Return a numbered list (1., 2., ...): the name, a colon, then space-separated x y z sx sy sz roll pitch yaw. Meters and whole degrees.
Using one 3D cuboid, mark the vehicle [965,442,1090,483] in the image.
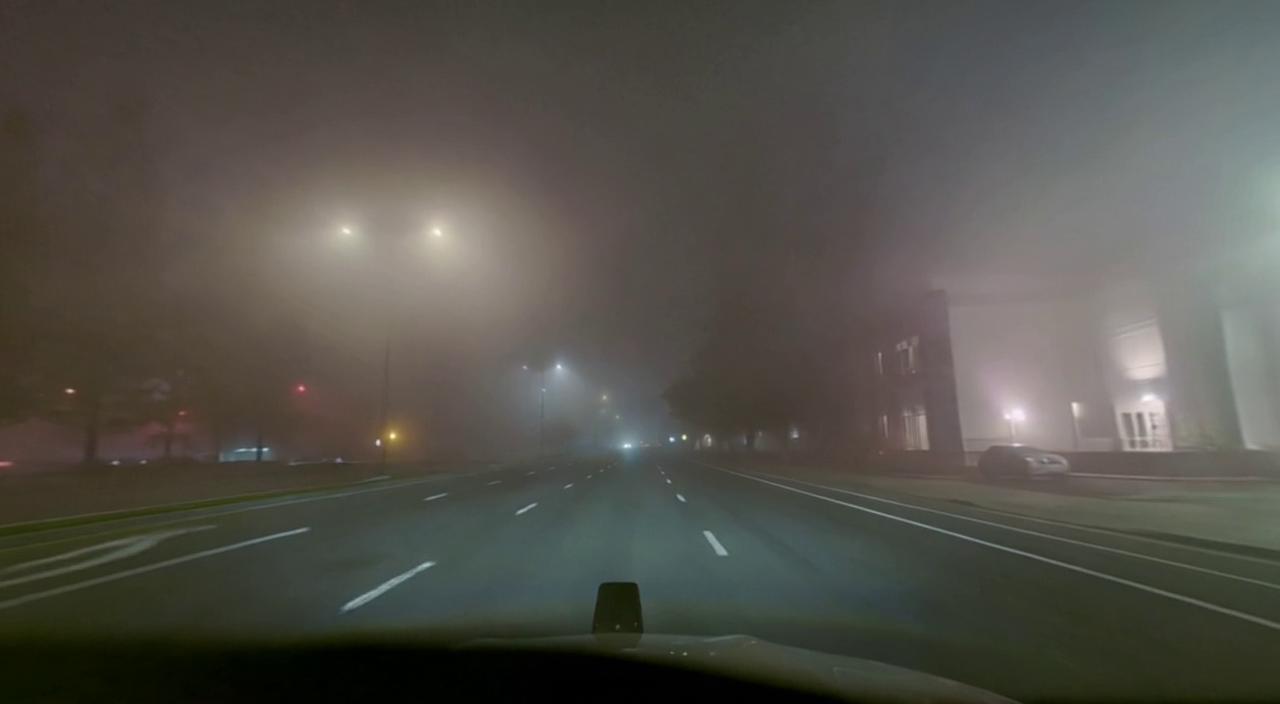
1. vehicle: 15.415 4.391 25.411 1.931 1.475 4.671 0 -9 -3
